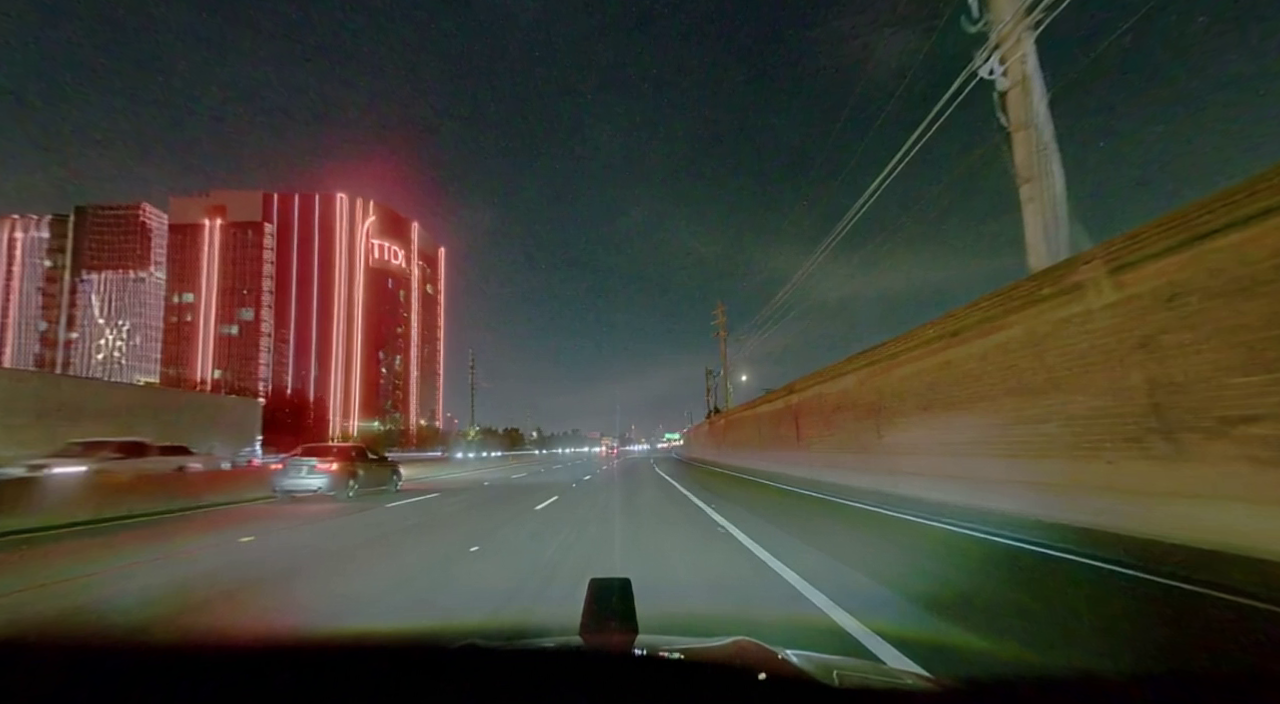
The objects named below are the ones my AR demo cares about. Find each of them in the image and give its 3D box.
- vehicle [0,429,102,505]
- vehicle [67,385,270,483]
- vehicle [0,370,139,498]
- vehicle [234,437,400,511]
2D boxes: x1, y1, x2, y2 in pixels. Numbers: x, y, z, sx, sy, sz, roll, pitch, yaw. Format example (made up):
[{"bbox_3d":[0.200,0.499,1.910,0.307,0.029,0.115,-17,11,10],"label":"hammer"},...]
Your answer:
[{"bbox_3d":[-14.556,2.436,13.355,1.987,1.595,4.976,0,-9,-1],"label":"vehicle"},{"bbox_3d":[-22.261,4.069,30.830,2.853,4.066,8.898,0,-8,0],"label":"vehicle"},{"bbox_3d":[-22.192,2.461,19.135,2.983,4.074,13.437,0,-8,0],"label":"vehicle"},{"bbox_3d":[-7.682,2.917,15.550,2.013,1.574,3.923,0,-8,-1],"label":"vehicle"}]
